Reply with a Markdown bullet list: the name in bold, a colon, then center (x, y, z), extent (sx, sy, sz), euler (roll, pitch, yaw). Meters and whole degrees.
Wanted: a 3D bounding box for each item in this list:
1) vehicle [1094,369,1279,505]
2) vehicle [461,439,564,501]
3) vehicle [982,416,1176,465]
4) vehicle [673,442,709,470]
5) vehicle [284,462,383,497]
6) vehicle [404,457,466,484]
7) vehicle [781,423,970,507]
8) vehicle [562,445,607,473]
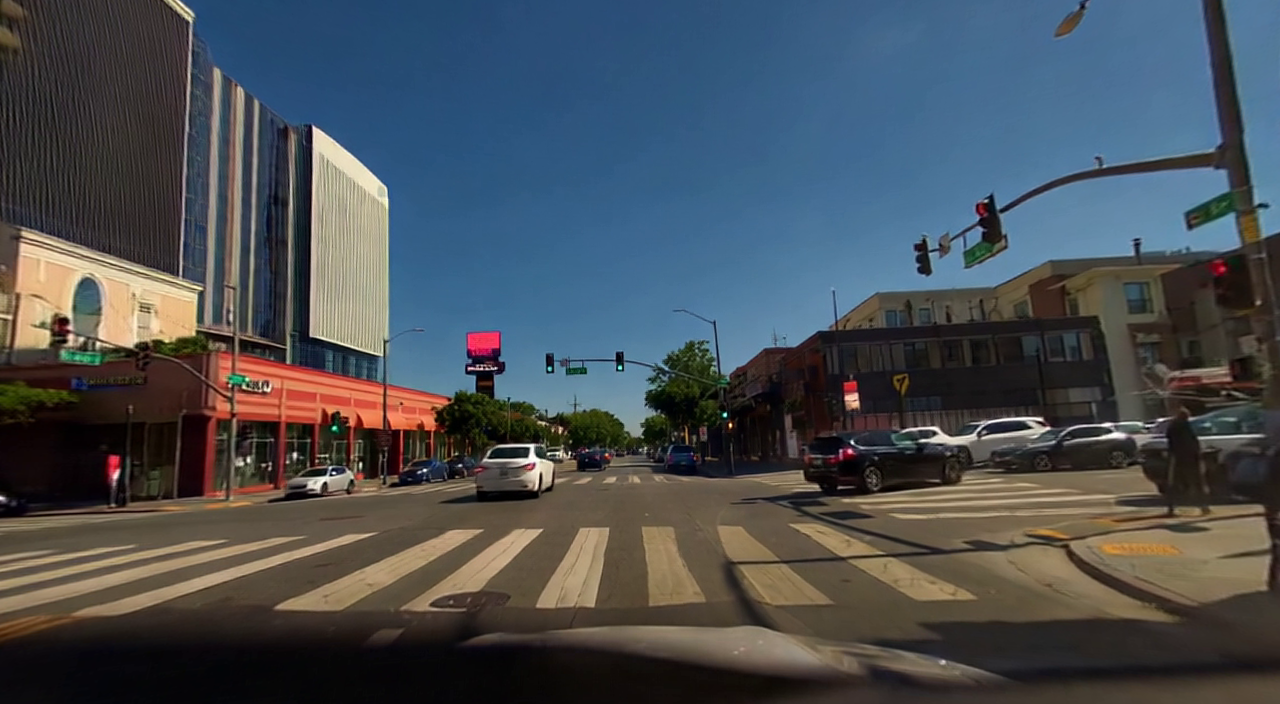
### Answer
- **vehicle**: center (11.957, 1.537, 11.465), extent (5.523, 2.219, 2.251), euler (0, -8, 1)
- **vehicle**: center (-3.376, 3.192, 17.420), extent (1.973, 1.496, 3.713), euler (0, -8, 2)
- **vehicle**: center (13.997, 2.859, 20.335), extent (4.801, 1.497, 1.895), euler (0, -8, 0)
- **vehicle**: center (3.336, 6.925, 42.121), extent (1.924, 1.765, 3.954), euler (0, -8, -2)
- **vehicle**: center (-15.257, 6.352, 31.687), extent (1.999, 1.466, 4.535), euler (-2, -9, 14)
- **vehicle**: center (-12.349, 7.154, 38.312), extent (1.934, 1.434, 4.636), euler (-1, -8, 4)
- **vehicle**: center (5.206, 2.353, 13.599), extent (2.153, 1.480, 4.540), euler (-8, -11, 43)
- **vehicle**: center (-3.037, 5.958, 35.371), extent (1.916, 1.487, 4.535), euler (0, -8, 2)
